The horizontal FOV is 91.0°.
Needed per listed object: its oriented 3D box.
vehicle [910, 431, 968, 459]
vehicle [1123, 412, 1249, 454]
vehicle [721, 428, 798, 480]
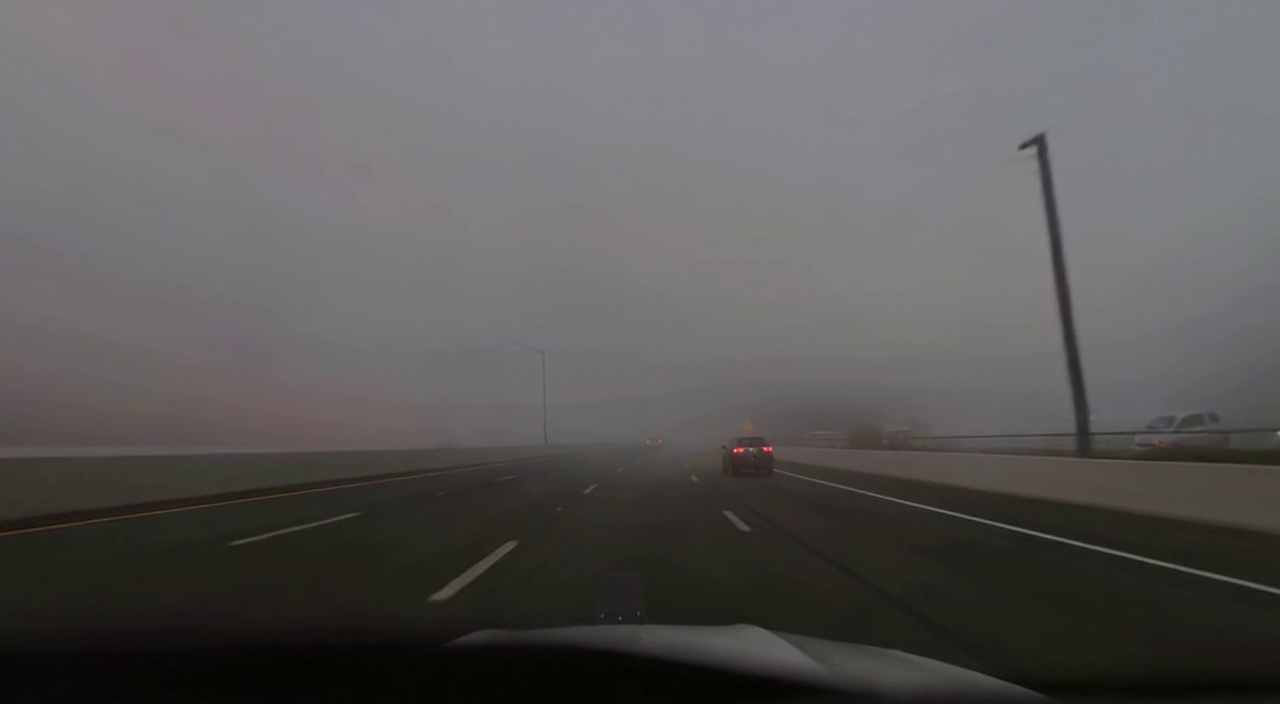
[{"bbox_3d":[20.118,6.332,42.609,1.912,1.756,4.768,0,-9,4],"label":"vehicle"},{"bbox_3d":[29.342,4.387,34.009,4.491,1.767,2.057,-8,-9,16],"label":"vehicle"},{"bbox_3d":[4.287,3.750,23.284,2.090,1.715,4.228,0,-8,1],"label":"vehicle"}]
